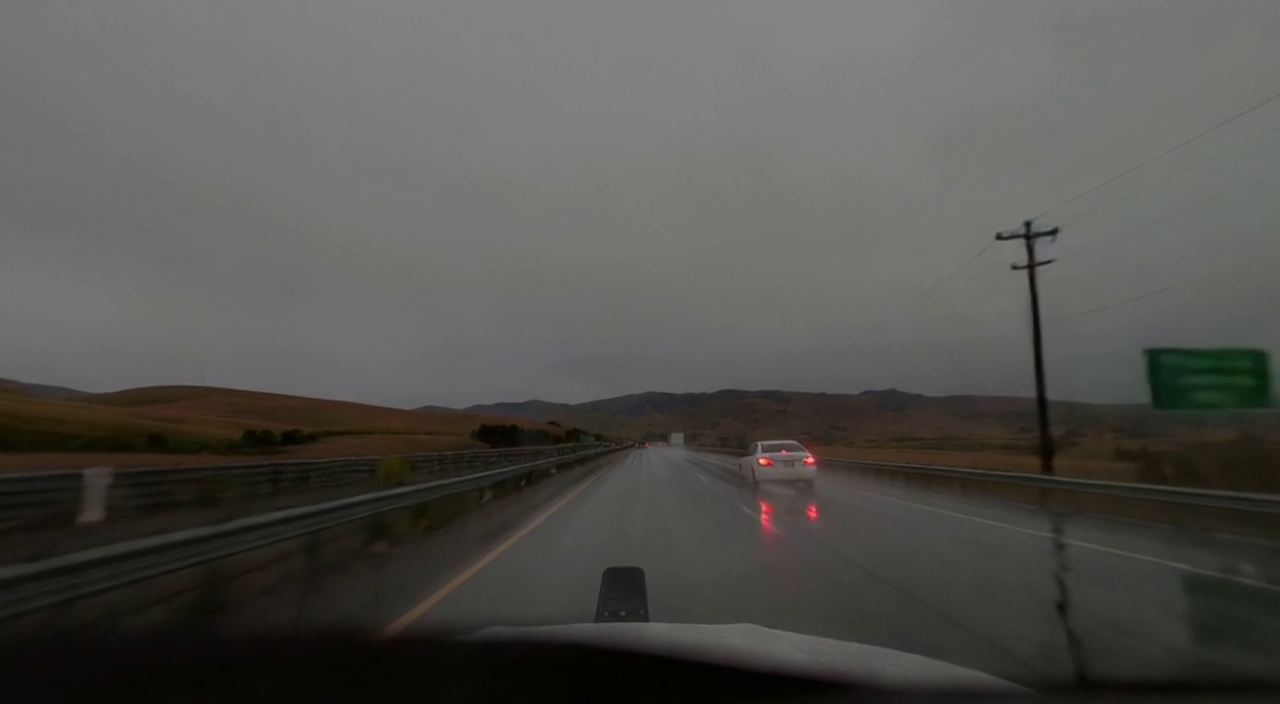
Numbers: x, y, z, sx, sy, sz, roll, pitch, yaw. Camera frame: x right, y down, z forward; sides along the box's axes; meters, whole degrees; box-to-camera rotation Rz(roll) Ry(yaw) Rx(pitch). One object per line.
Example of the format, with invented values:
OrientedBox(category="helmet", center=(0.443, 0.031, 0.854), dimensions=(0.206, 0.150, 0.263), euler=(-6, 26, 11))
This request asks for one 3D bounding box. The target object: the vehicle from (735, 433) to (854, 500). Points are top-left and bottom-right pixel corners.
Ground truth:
OrientedBox(category="vehicle", center=(3.910, 2.965, 16.858), dimensions=(1.960, 1.516, 4.657), euler=(0, -8, 0))
